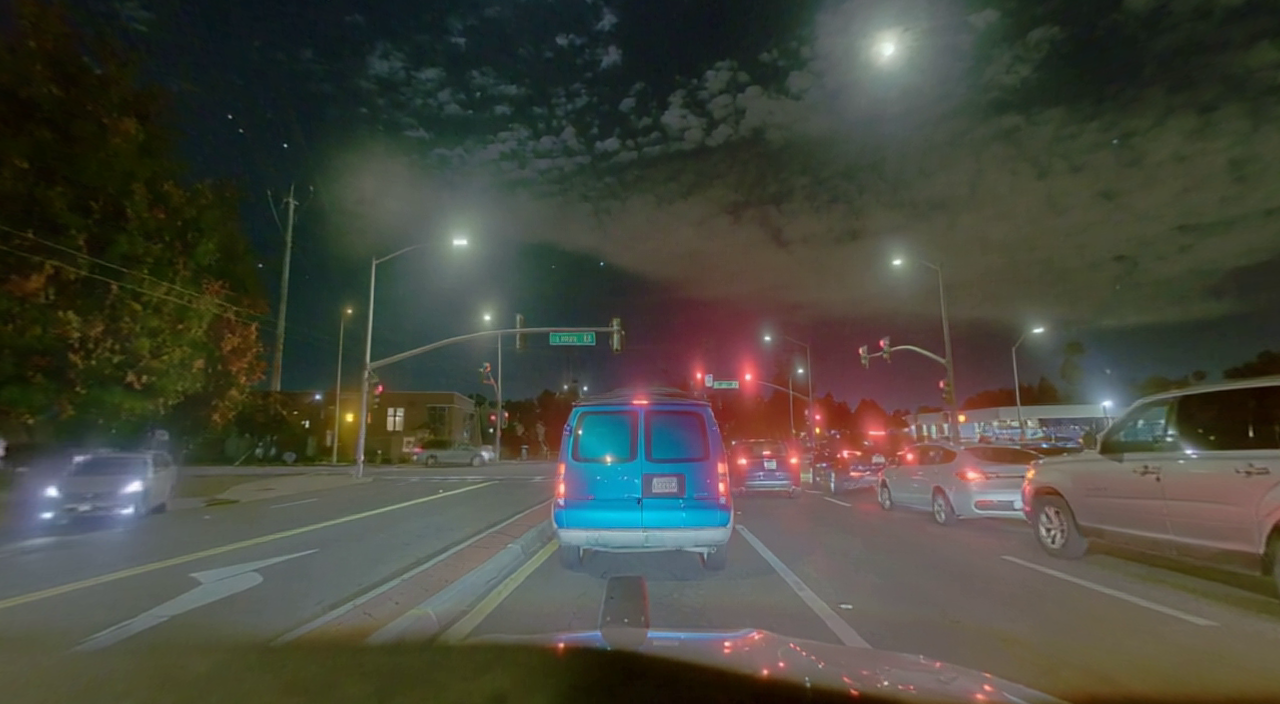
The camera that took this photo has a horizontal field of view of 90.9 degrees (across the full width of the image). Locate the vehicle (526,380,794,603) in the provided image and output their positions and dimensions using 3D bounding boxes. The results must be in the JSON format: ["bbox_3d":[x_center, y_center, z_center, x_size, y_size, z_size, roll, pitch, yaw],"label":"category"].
[{"bbox_3d":[0.180,1.466,7.443,2.185,1.822,4.391,0,-8,1],"label":"vehicle"}]

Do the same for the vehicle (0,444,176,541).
[{"bbox_3d":[-11.071,2.665,12.777,2.023,1.488,4.654,1,-8,-29],"label":"vehicle"}]

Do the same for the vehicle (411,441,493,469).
[{"bbox_3d":[-11.121,6.108,37.501,4.498,1.547,1.886,2,-9,-16],"label":"vehicle"}]

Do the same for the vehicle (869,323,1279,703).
[{"bbox_3d":[2.903,0.948,3.165,1.971,1.663,4.287,0,-8,2],"label":"vehicle"}]
